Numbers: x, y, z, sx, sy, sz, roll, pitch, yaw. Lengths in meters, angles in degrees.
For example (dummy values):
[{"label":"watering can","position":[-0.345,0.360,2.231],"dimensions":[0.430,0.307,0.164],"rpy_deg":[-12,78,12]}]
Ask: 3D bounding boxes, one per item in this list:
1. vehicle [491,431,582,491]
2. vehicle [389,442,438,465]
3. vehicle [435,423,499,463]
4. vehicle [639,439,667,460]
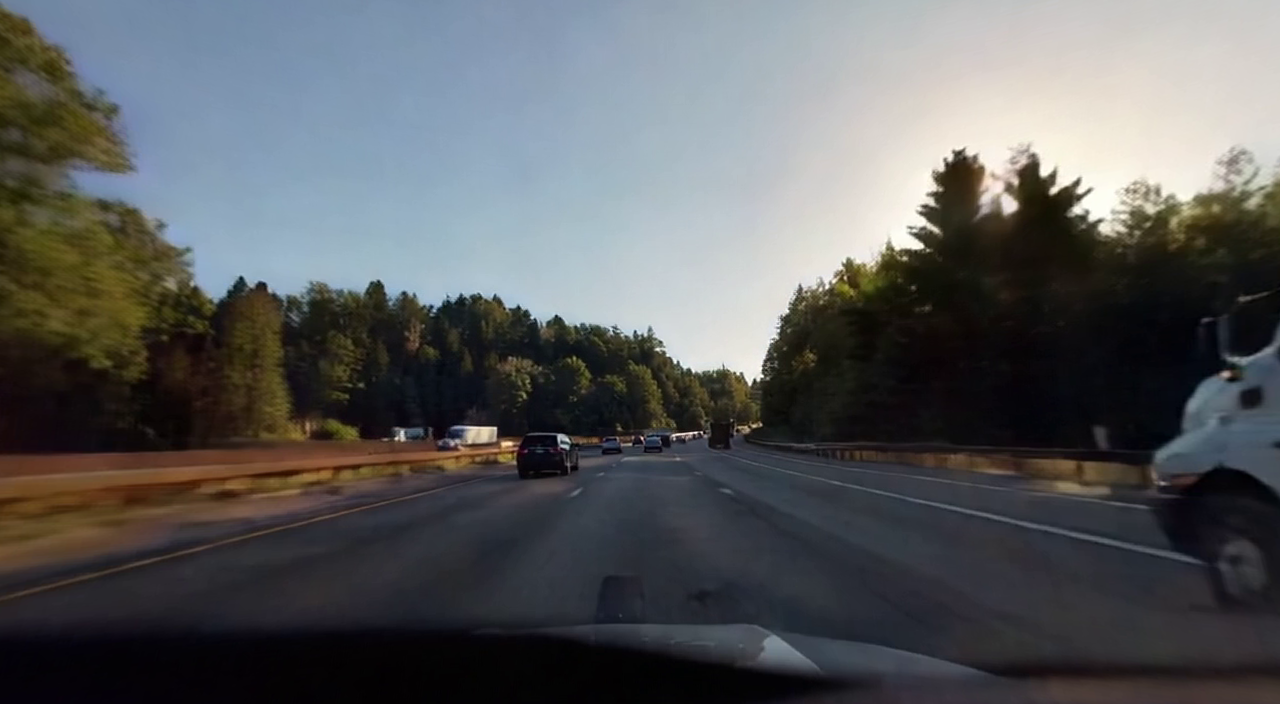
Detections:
[{"label":"vehicle","position":[-2.995,3.231,19.165],"dimensions":[2.137,1.618,4.209],"rpy_deg":[0,-8,-1]},{"label":"vehicle","position":[-15.415,6.919,43.064],"dimensions":[1.806,1.435,3.662],"rpy_deg":[0,-8,2]},{"label":"vehicle","position":[-11.370,6.044,42.082],"dimensions":[2.357,2.442,6.242],"rpy_deg":[0,-8,2]},{"label":"vehicle","position":[0.941,7.119,46.426],"dimensions":[2.004,1.465,3.842],"rpy_deg":[0,-8,0]}]
